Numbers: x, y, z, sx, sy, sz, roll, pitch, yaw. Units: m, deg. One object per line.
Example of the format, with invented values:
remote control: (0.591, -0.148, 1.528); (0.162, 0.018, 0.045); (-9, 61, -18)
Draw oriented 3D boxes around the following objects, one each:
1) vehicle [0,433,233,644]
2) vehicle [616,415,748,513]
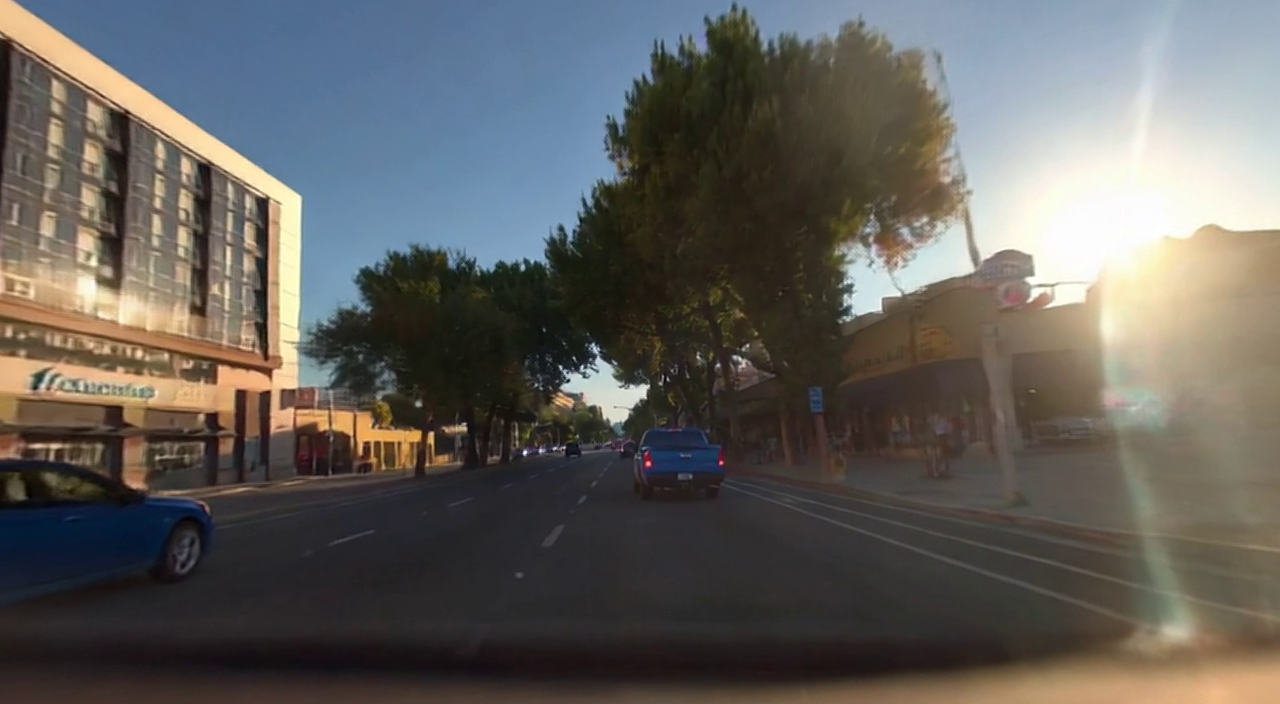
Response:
vehicle: (-5.338, 1.311, 4.506); (1.888, 1.424, 4.553); (0, -9, -1)
vehicle: (0.735, 2.702, 15.624); (2.590, 1.932, 5.776); (0, -9, -3)
